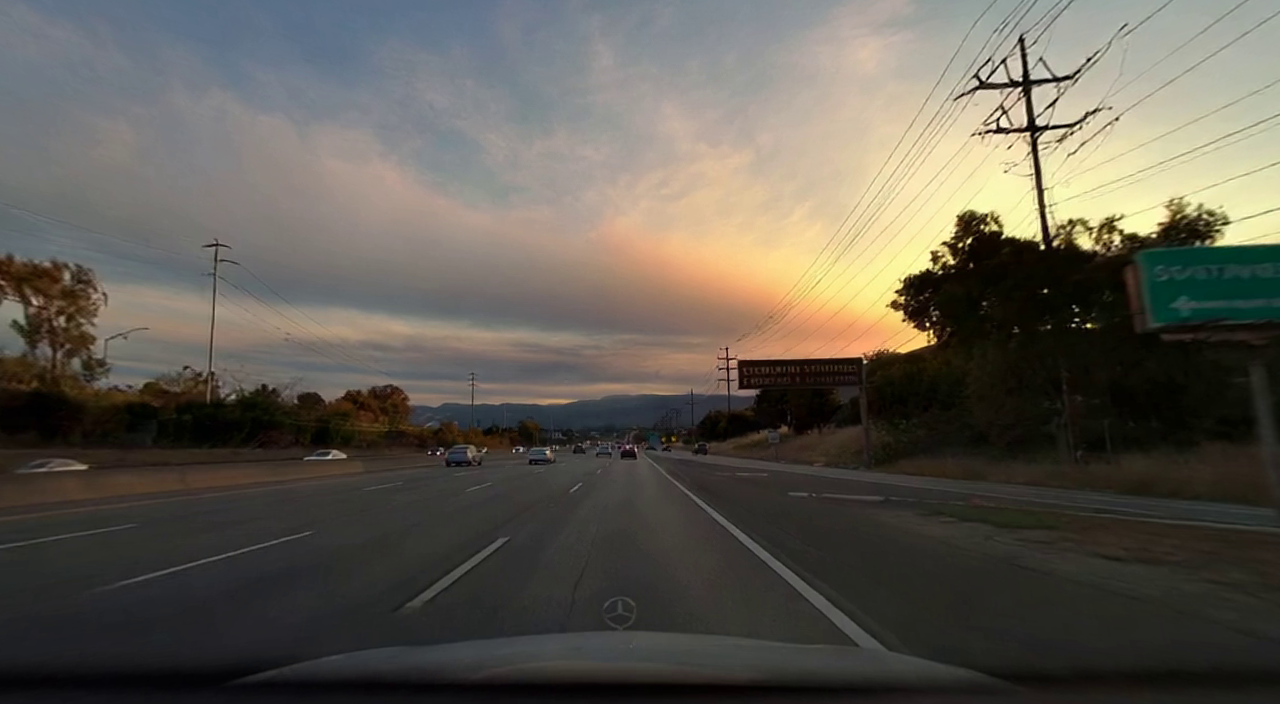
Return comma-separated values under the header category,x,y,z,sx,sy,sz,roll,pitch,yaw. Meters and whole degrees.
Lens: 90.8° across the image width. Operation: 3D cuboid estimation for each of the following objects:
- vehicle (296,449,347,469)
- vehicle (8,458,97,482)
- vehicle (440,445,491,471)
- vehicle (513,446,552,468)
category,x,y,z,sx,sy,sz,roll,pitch,yaw
vehicle,-24.836,8.326,49.355,1.872,1.429,4.032,0,-9,0
vehicle,-38.337,7.676,41.356,1.740,1.416,4.270,0,-8,-1
vehicle,-10.630,6.494,38.812,1.887,1.473,4.352,0,-9,0
vehicle,-7.439,7.285,44.175,1.954,1.432,4.183,0,-9,0
